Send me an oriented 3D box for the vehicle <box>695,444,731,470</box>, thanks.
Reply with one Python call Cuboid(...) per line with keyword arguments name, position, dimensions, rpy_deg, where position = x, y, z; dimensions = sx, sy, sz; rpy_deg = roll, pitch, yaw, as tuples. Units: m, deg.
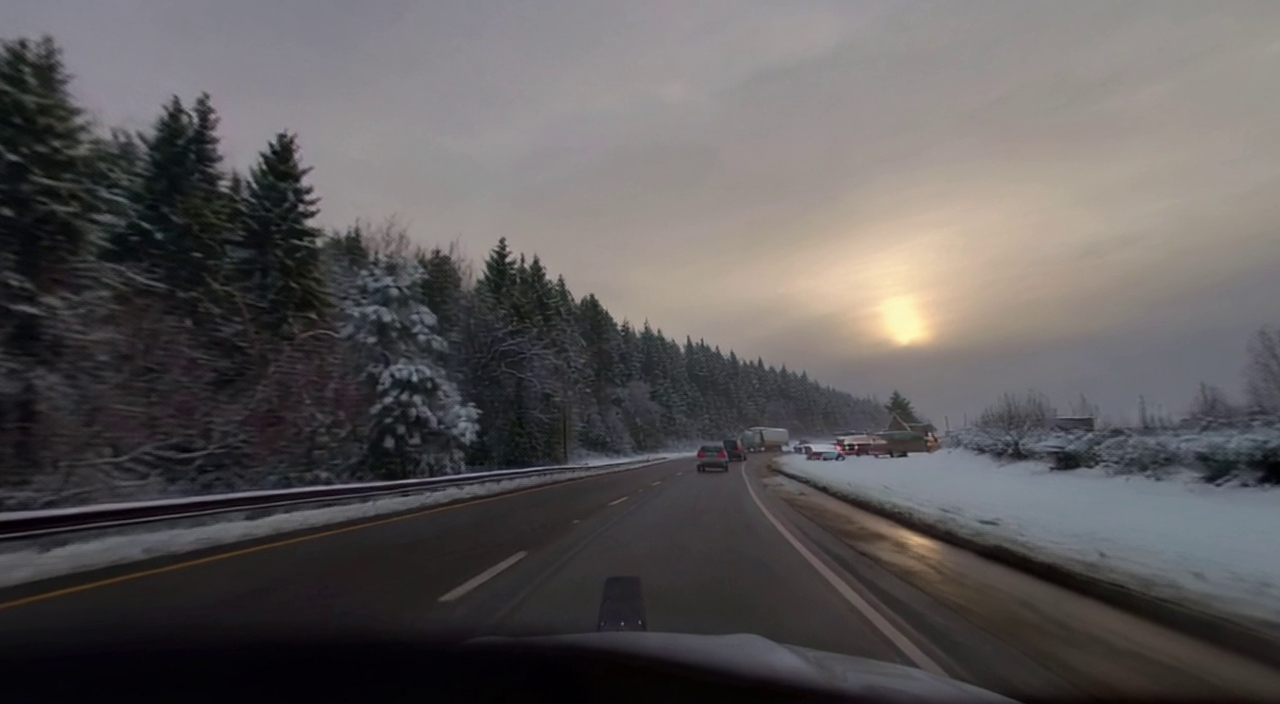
Cuboid(name="vehicle", position=(5.041, 7.155, 43.081), dimensions=(2.221, 1.674, 4.325), rpy_deg=(-1, -9, 9))
